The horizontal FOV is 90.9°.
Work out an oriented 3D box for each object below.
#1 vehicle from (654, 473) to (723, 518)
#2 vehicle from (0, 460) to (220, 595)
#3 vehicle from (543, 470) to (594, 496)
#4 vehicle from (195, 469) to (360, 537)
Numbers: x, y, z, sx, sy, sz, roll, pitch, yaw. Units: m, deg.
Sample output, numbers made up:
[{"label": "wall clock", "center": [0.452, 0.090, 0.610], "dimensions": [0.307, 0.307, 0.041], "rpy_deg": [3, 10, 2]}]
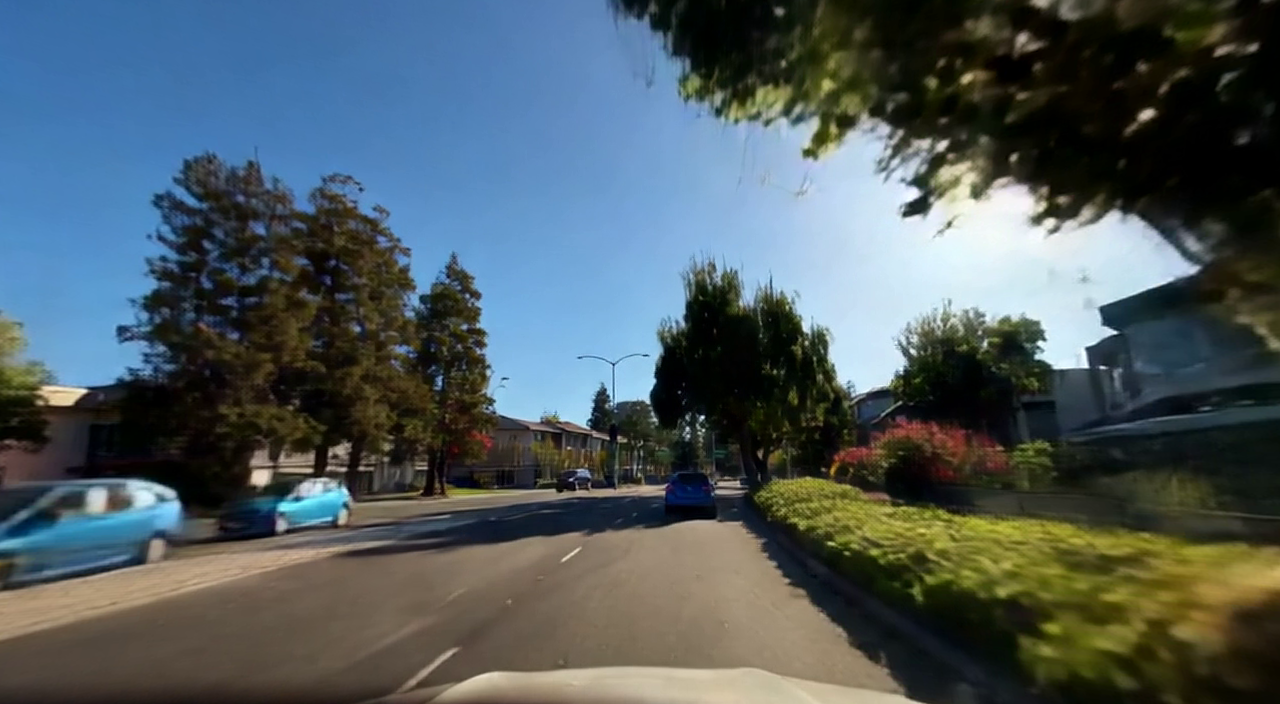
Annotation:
[{"label": "vehicle", "center": [1.752, 4.723, 21.129], "dimensions": [1.972, 1.250, 5.282], "rpy_deg": [-1, -11, 8]}, {"label": "vehicle", "center": [-8.196, 2.277, 8.447], "dimensions": [1.870, 1.518, 4.390], "rpy_deg": [-3, -11, 4]}, {"label": "vehicle", "center": [-5.184, 9.576, 46.336], "dimensions": [2.066, 1.744, 4.771], "rpy_deg": [-4, -11, 14]}, {"label": "vehicle", "center": [-10.297, 4.295, 18.402], "dimensions": [1.856, 1.569, 4.572], "rpy_deg": [-5, -11, 5]}]
